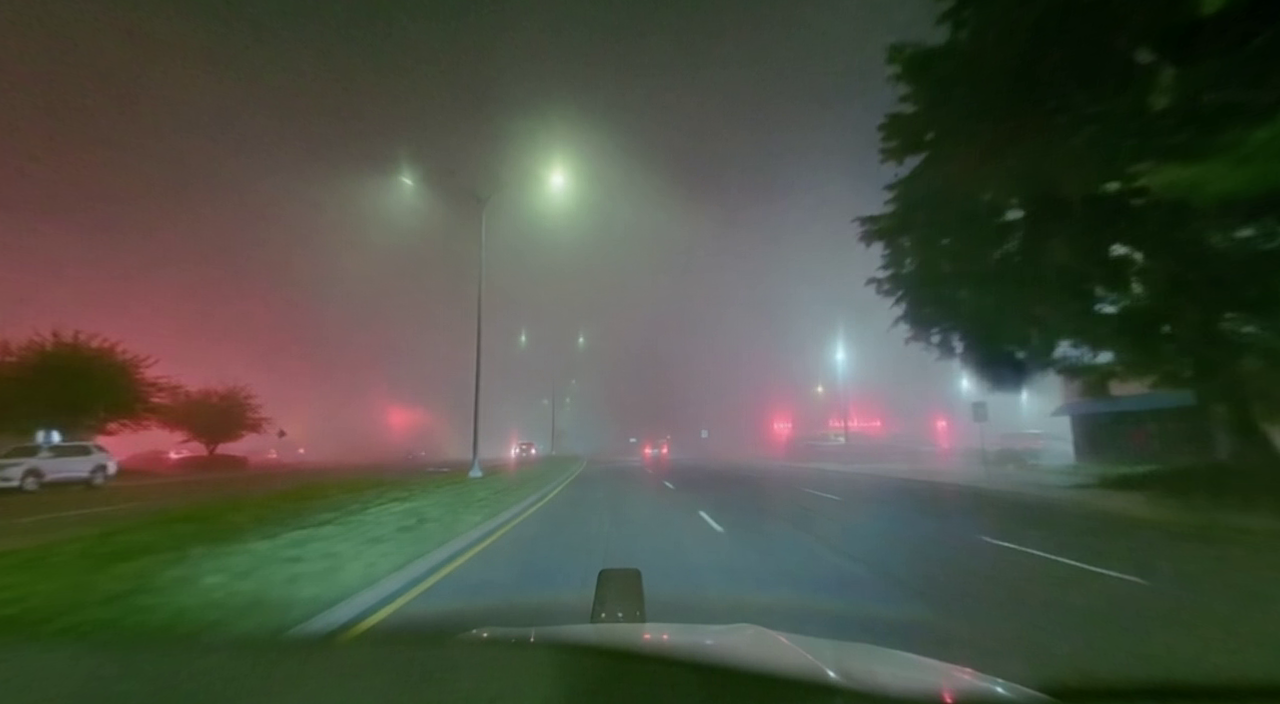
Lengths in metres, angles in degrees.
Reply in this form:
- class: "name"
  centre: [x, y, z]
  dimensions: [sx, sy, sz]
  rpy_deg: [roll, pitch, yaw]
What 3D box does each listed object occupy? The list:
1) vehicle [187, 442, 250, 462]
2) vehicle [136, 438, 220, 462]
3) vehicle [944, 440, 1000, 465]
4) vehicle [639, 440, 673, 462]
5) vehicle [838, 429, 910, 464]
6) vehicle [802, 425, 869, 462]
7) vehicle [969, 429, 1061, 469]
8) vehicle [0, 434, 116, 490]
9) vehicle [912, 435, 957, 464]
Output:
- class: "vehicle"
  centre: [-31.759, 7.543, 47.654]
  dimensions: [3.543, 1.363, 1.606]
  rpy_deg: [2, -7, -5]
- class: "vehicle"
  centre: [-32.573, 6.919, 44.622]
  dimensions: [4.240, 1.576, 2.038]
  rpy_deg: [0, -9, -5]
- class: "vehicle"
  centre: [24.716, 7.502, 47.205]
  dimensions: [1.917, 1.720, 4.071]
  rpy_deg: [1, -8, 0]
- class: "vehicle"
  centre: [1.087, 7.077, 45.430]
  dimensions: [1.913, 1.473, 4.360]
  rpy_deg: [0, -9, -5]
- class: "vehicle"
  centre: [17.360, 6.970, 46.644]
  dimensions: [2.727, 2.396, 5.918]
  rpy_deg: [-8, -12, 43]
- class: "vehicle"
  centre: [15.136, 7.054, 48.606]
  dimensions: [2.303, 2.641, 5.908]
  rpy_deg: [-9, -12, 44]
- class: "vehicle"
  centre: [27.814, 7.219, 47.235]
  dimensions: [2.248, 2.714, 6.788]
  rpy_deg: [2, -8, -5]
- class: "vehicle"
  centre: [-19.914, 3.563, 20.712]
  dimensions: [1.874, 1.651, 4.259]
  rpy_deg: [0, -8, -2]
- class: "vehicle"
  centre: [21.820, 7.252, 46.940]
  dimensions: [2.747, 1.912, 6.426]
  rpy_deg: [-5, -10, 24]
